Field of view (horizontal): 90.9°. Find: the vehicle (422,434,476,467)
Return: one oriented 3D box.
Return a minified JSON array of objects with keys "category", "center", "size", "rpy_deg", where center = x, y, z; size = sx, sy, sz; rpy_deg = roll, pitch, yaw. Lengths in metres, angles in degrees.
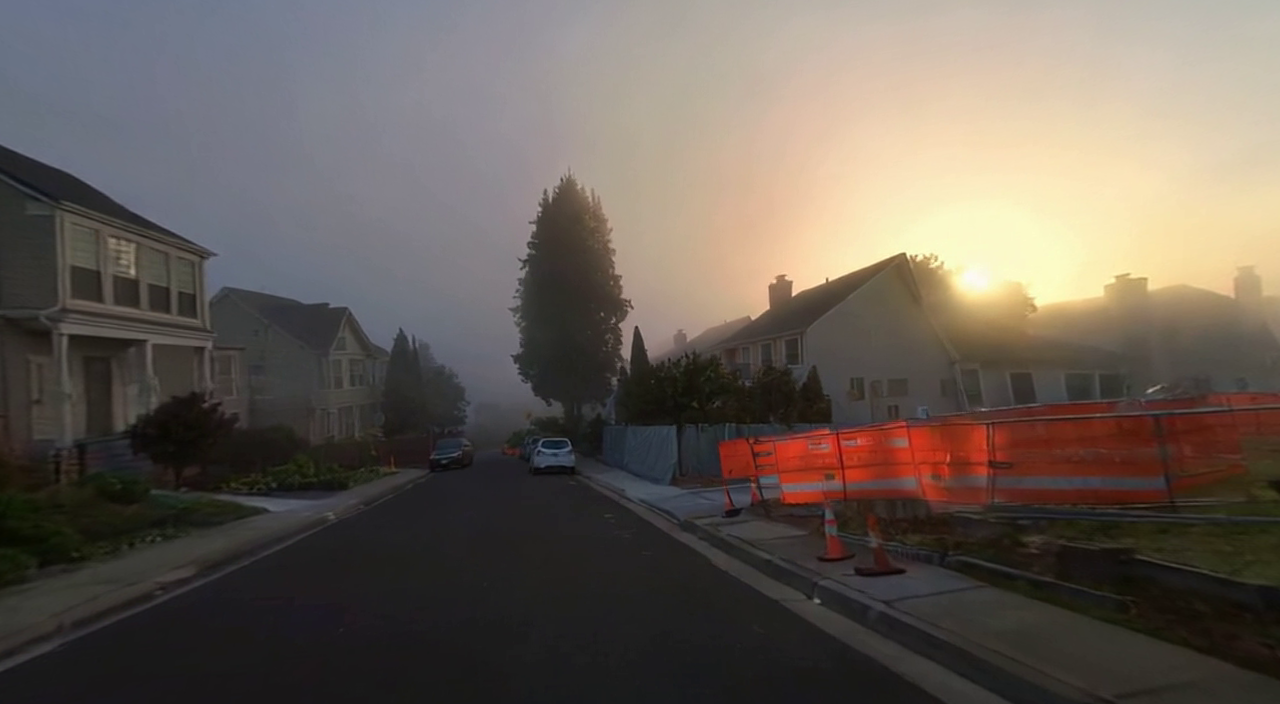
[{"category":"vehicle","center":[-9.536,4.918,31.726],"size":[1.834,1.543,3.497],"rpy_deg":[0,-7,-4]}]

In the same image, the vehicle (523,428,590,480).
[{"category":"vehicle","center":[-3.216,3.748,23.660],"size":[2.066,1.739,4.234],"rpy_deg":[1,-8,-13]}]
